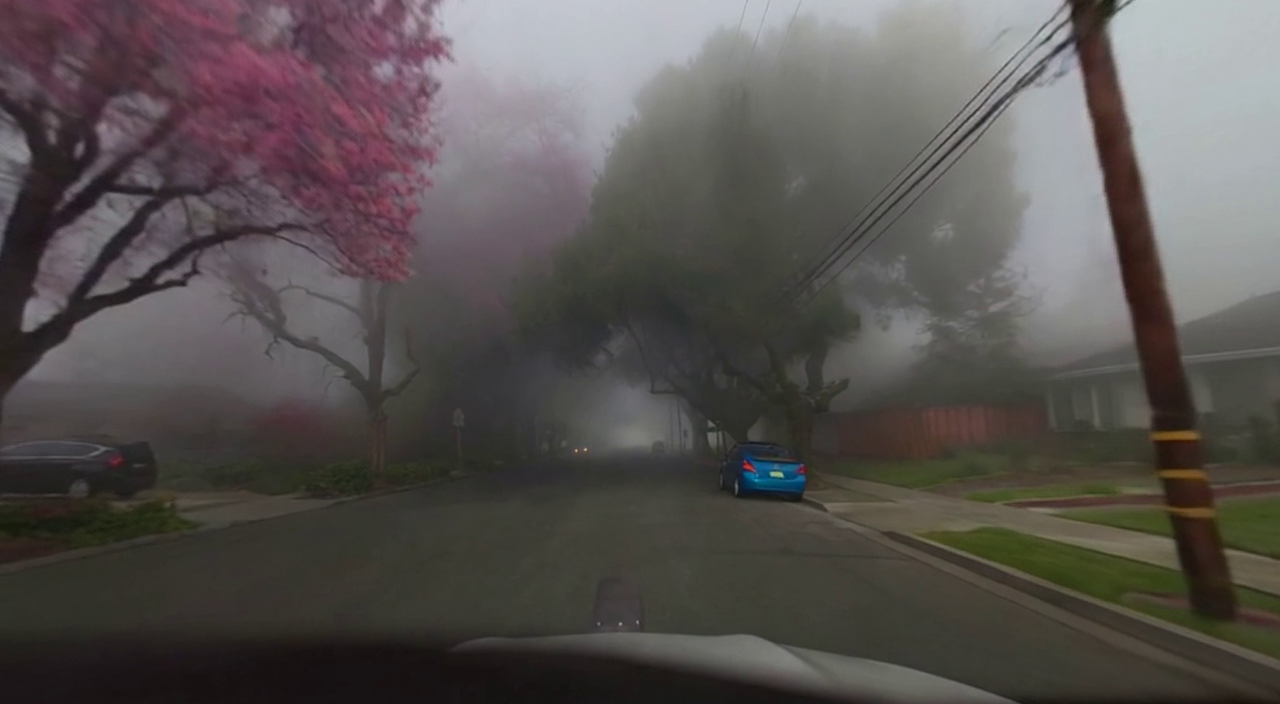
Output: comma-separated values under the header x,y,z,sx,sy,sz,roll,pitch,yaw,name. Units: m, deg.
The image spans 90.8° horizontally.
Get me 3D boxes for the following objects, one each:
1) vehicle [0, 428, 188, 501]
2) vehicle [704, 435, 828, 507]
x,y,z,sx,sy,sz,roll,pitch,yaw,name
-16.451,3.125,17.653,5.902,1.796,2.183,-1,-7,-2,vehicle
2.817,2.760,15.261,2.022,1.455,4.406,0,-8,-1,vehicle
